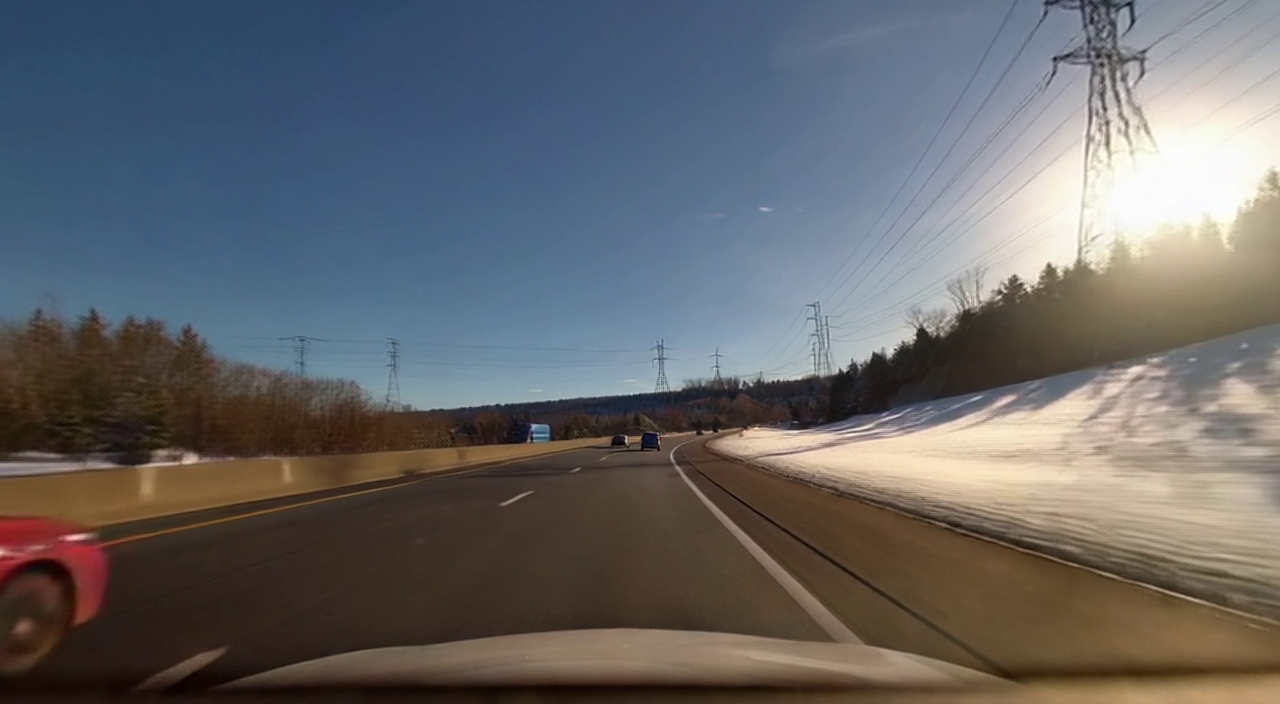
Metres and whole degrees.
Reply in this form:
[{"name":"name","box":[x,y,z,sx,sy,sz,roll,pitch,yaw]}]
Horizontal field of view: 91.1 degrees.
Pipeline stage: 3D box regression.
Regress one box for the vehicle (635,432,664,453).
[{"name":"vehicle","box":[0.742,6.829,47.740,2.077,1.523,4.206,0,-8,2]}]

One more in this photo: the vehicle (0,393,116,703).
[{"name":"vehicle","box":[-3.982,0.746,1.380,2.030,1.522,4.250,0,-8,-1]}]
